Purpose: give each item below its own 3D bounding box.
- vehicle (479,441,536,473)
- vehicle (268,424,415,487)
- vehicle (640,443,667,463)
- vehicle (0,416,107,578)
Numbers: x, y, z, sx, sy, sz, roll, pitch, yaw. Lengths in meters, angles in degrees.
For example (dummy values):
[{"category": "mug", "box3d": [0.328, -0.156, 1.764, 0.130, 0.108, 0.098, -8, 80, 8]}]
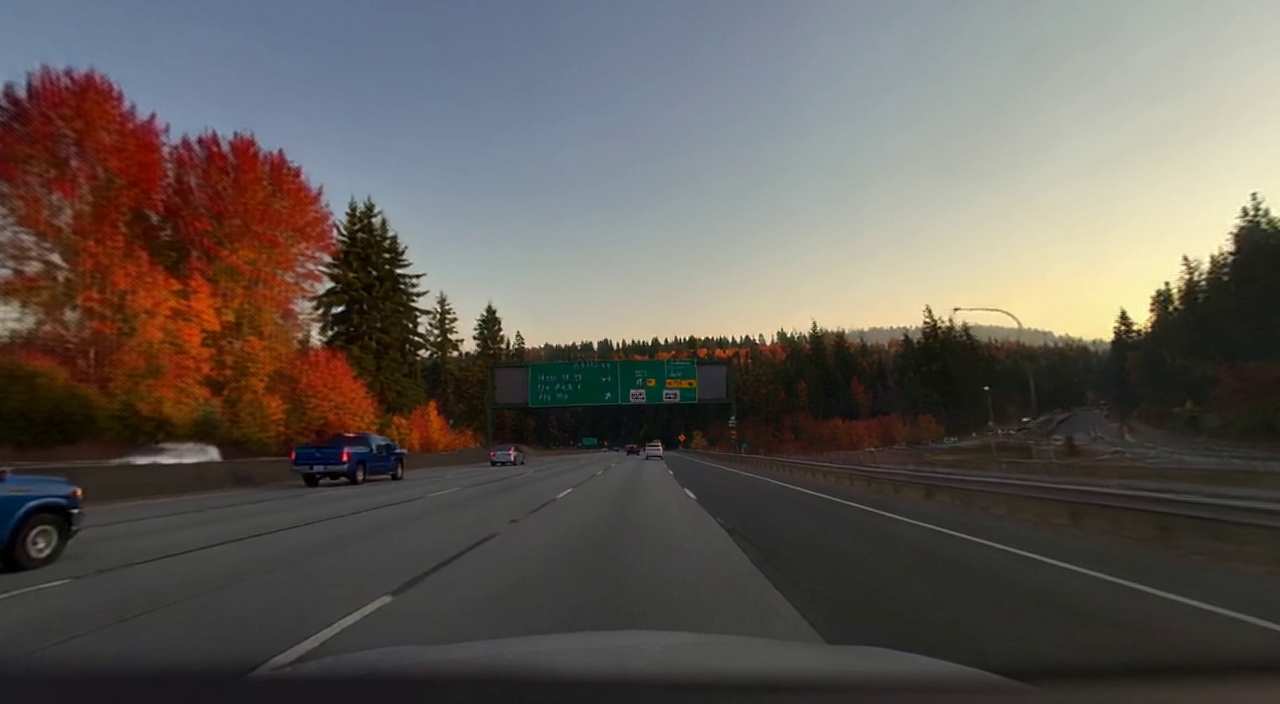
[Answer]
[{"category": "vehicle", "box3d": [-6.690, 5.323, 32.198, 1.919, 1.499, 4.234, 0, -8, 1]}, {"category": "vehicle", "box3d": [-10.630, 3.733, 23.144, 2.347, 1.984, 5.778, 0, -8, 2]}, {"category": "vehicle", "box3d": [1.067, 7.751, 48.482, 1.984, 1.471, 4.202, 0, -8, 1]}, {"category": "vehicle", "box3d": [-7.271, 1.246, 4.984, 1.965, 1.567, 4.686, 0, -8, 1]}]
